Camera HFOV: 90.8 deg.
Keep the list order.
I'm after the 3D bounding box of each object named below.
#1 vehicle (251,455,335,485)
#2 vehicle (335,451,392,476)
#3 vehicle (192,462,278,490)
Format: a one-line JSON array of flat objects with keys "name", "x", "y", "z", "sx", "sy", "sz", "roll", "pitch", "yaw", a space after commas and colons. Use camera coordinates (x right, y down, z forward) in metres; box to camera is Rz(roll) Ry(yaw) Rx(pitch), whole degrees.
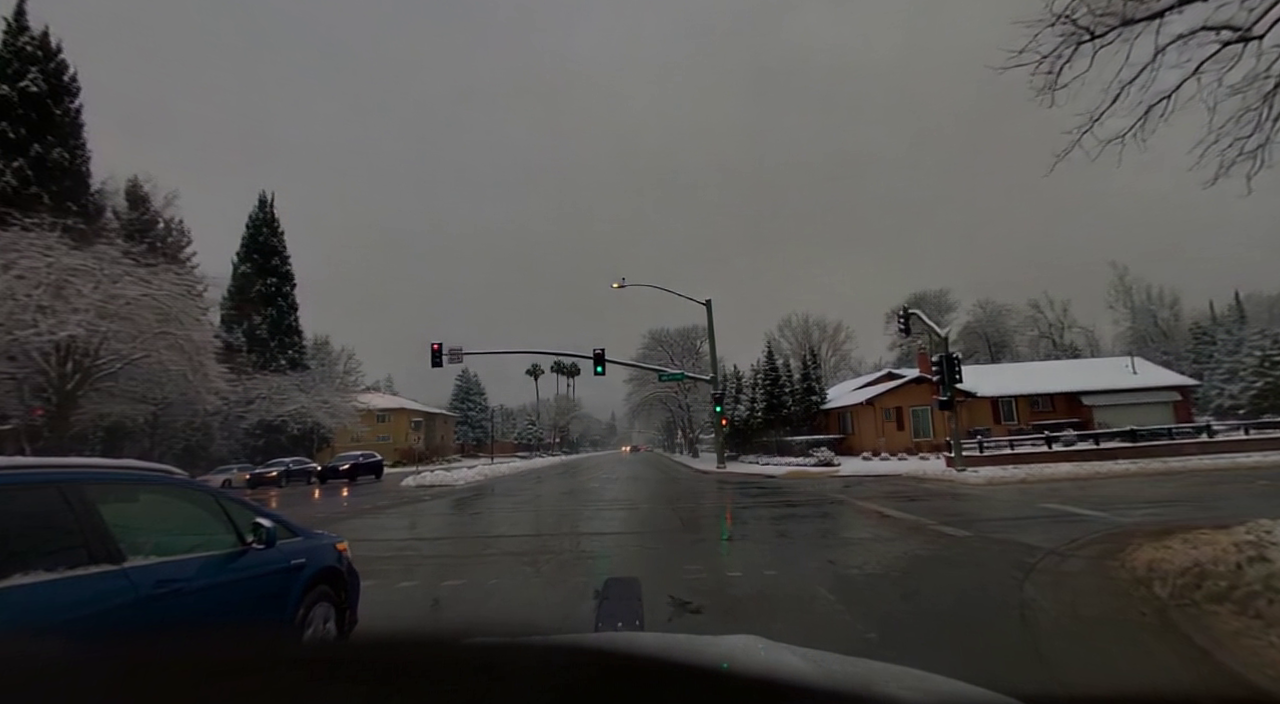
[{"name": "vehicle", "x": -20.048, "y": 6.804, "z": 36.768, "sx": 2.084, "sy": 1.528, "sz": 4.778, "roll": -1, "pitch": -9, "yaw": 2}, {"name": "vehicle", "x": -19.893, "y": 7.996, "z": 45.628, "sx": 1.929, "sy": 1.644, "sz": 4.763, "roll": 0, "pitch": -9, "yaw": 1}, {"name": "vehicle", "x": -24.097, "y": 7.362, "z": 37.843, "sx": 2.019, "sy": 1.427, "sz": 4.630, "roll": 0, "pitch": -9, "yaw": 1}]
